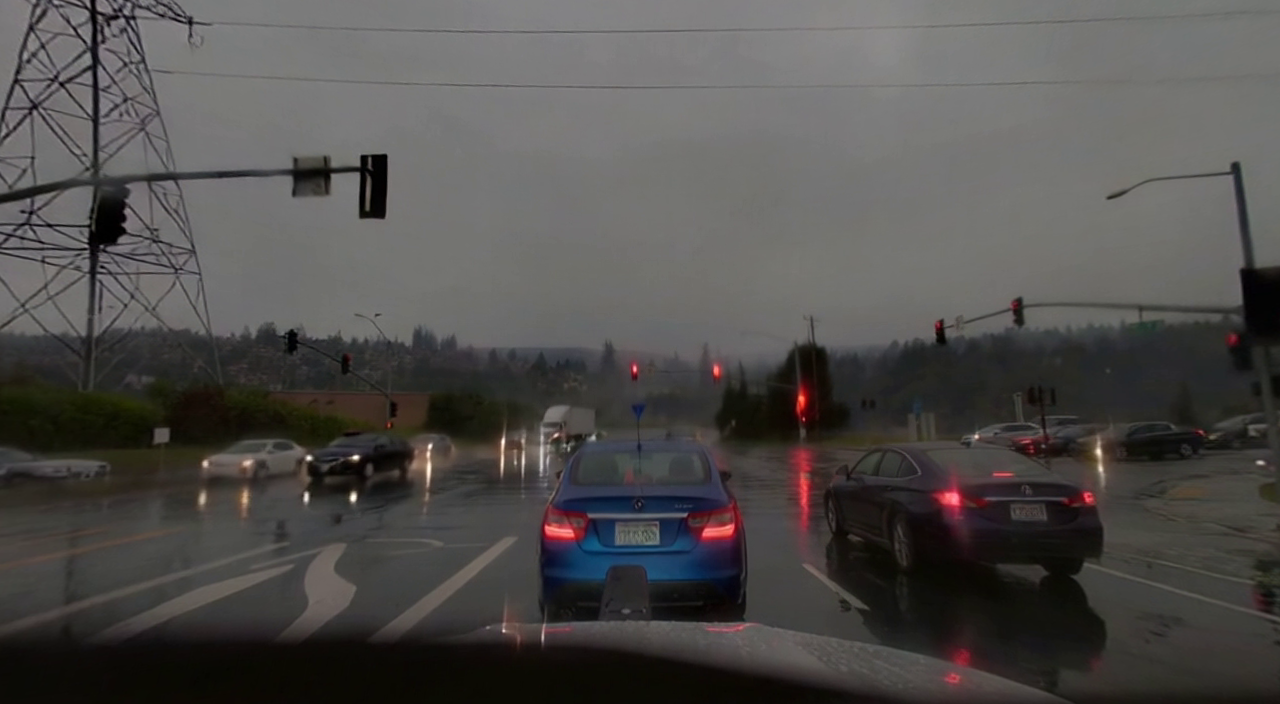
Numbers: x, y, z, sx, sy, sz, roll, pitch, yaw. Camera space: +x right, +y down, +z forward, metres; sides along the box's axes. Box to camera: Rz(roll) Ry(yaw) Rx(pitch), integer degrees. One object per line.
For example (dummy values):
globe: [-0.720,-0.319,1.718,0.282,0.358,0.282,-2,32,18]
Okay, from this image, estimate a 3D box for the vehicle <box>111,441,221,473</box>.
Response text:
vehicle: [-26.059,5.773,34.782,4.417,1.637,1.956,0,-8,-2]

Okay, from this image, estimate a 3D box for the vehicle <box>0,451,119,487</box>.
vehicle: [-25.952,5.118,27.740,4.263,1.464,1.895,0,-8,-1]

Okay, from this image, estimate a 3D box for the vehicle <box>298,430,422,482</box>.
vehicle: [-10.291,3.865,23.729,2.239,1.719,4.948,-1,-8,2]

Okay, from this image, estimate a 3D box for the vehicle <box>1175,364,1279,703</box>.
vehicle: [3.398,0.593,0.634,1.926,1.614,4.330,0,-8,1]

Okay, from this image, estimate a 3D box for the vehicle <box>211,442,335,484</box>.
vehicle: [-14.053,4.262,24.509,1.982,1.469,4.583,0,-8,1]

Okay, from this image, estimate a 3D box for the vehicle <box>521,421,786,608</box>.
vehicle: [0.096,1.601,7.133,2.117,1.474,4.036,0,-8,0]

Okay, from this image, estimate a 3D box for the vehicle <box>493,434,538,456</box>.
vehicle: [-9.021,6.793,46.112,1.992,1.480,4.743,-1,-9,4]

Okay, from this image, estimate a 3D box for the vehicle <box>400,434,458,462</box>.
vehicle: [-13.697,6.250,41.249,1.955,1.694,4.625,-1,-8,3]

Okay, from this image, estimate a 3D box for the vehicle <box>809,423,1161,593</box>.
vehicle: [3.636,1.688,7.729,1.835,1.473,4.190,0,-8,-2]
